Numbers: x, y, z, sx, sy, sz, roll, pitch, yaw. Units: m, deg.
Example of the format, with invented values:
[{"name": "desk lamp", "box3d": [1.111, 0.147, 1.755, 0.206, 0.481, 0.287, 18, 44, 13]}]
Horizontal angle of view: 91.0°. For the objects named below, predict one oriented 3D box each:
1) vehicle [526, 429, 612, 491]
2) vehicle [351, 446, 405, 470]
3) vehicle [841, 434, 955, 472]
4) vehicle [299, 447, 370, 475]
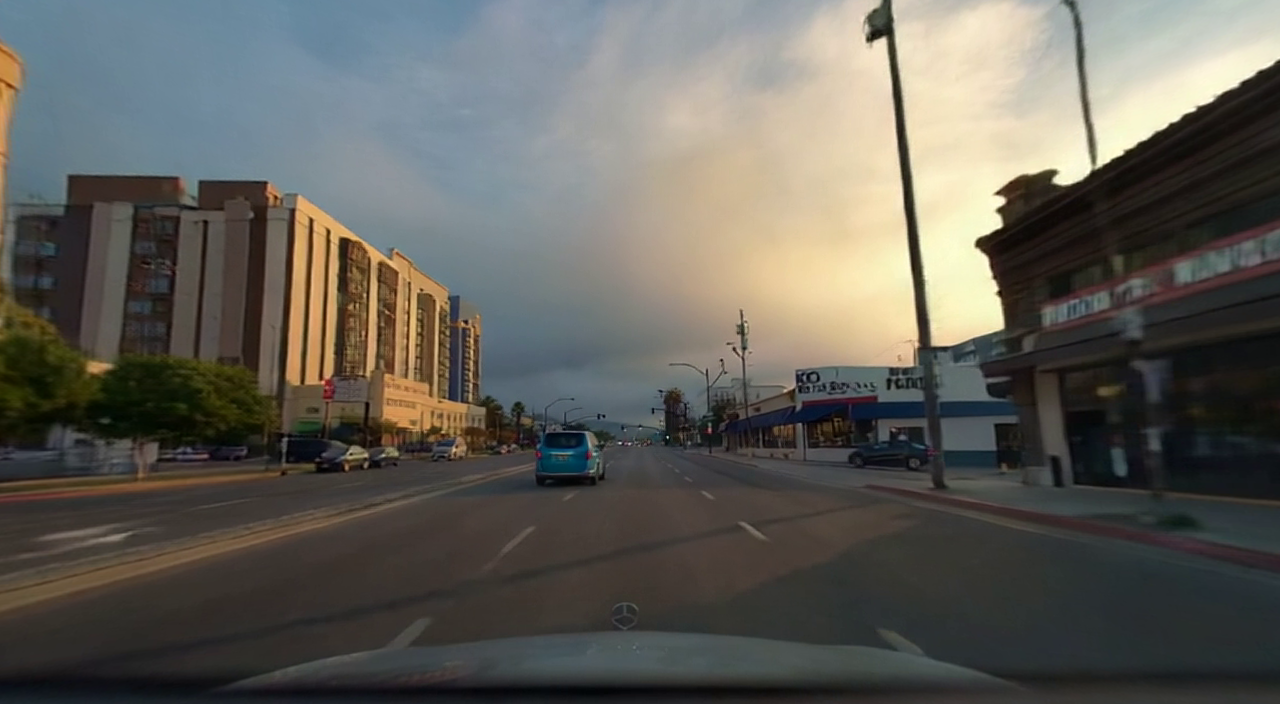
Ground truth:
[{"name": "vehicle", "box3d": [-2.073, 3.296, 19.481, 2.080, 1.722, 3.766, 0, -8, 2]}, {"name": "vehicle", "box3d": [-17.715, 7.186, 42.765, 1.840, 1.508, 4.376, 0, -8, -1]}, {"name": "vehicle", "box3d": [14.853, 5.855, 36.663, 2.589, 1.989, 5.779, 4, -9, -26]}, {"name": "vehicle", "box3d": [-17.790, 6.346, 36.896, 1.852, 1.481, 4.660, 0, -8, -1]}]
